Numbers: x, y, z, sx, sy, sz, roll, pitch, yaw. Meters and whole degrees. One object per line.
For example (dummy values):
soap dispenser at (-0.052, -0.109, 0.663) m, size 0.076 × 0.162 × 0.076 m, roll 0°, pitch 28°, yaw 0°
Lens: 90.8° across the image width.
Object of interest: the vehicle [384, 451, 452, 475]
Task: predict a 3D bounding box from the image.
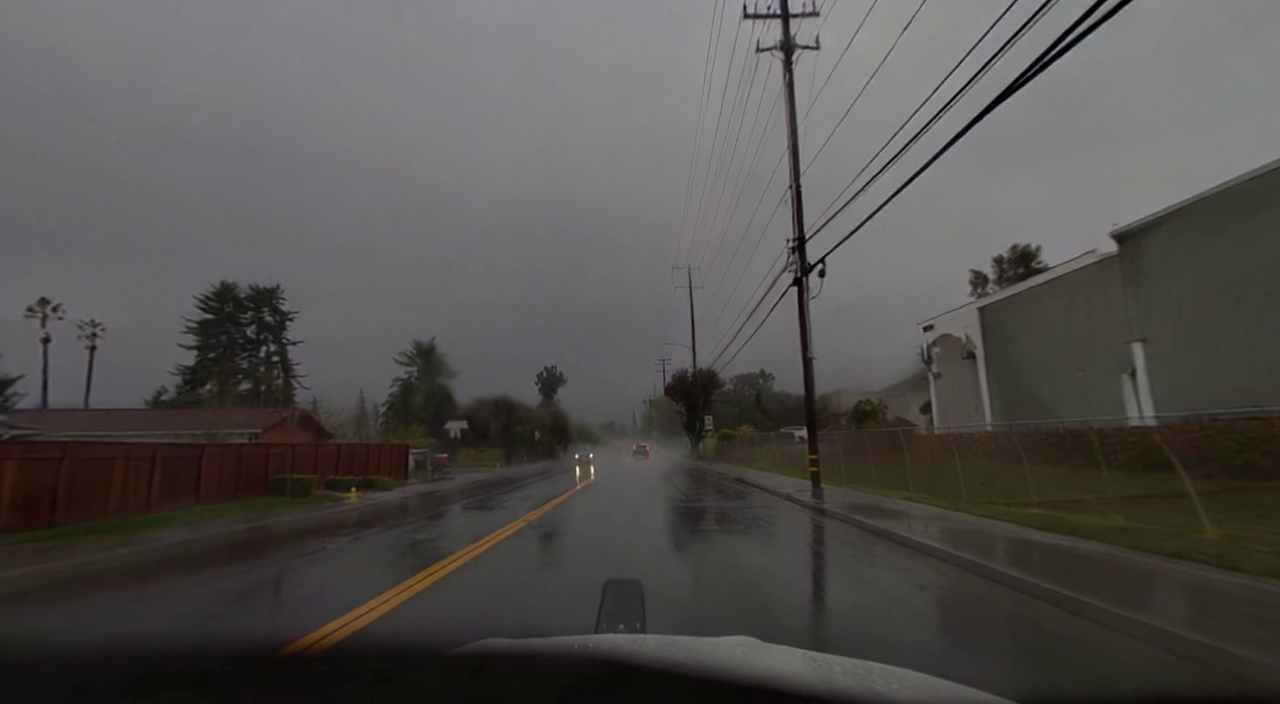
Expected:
vehicle at (-17.129, 8.561, 49.015) m, size 4.556 × 1.767 × 2.023 m, roll 0°, pitch -9°, yaw -4°
